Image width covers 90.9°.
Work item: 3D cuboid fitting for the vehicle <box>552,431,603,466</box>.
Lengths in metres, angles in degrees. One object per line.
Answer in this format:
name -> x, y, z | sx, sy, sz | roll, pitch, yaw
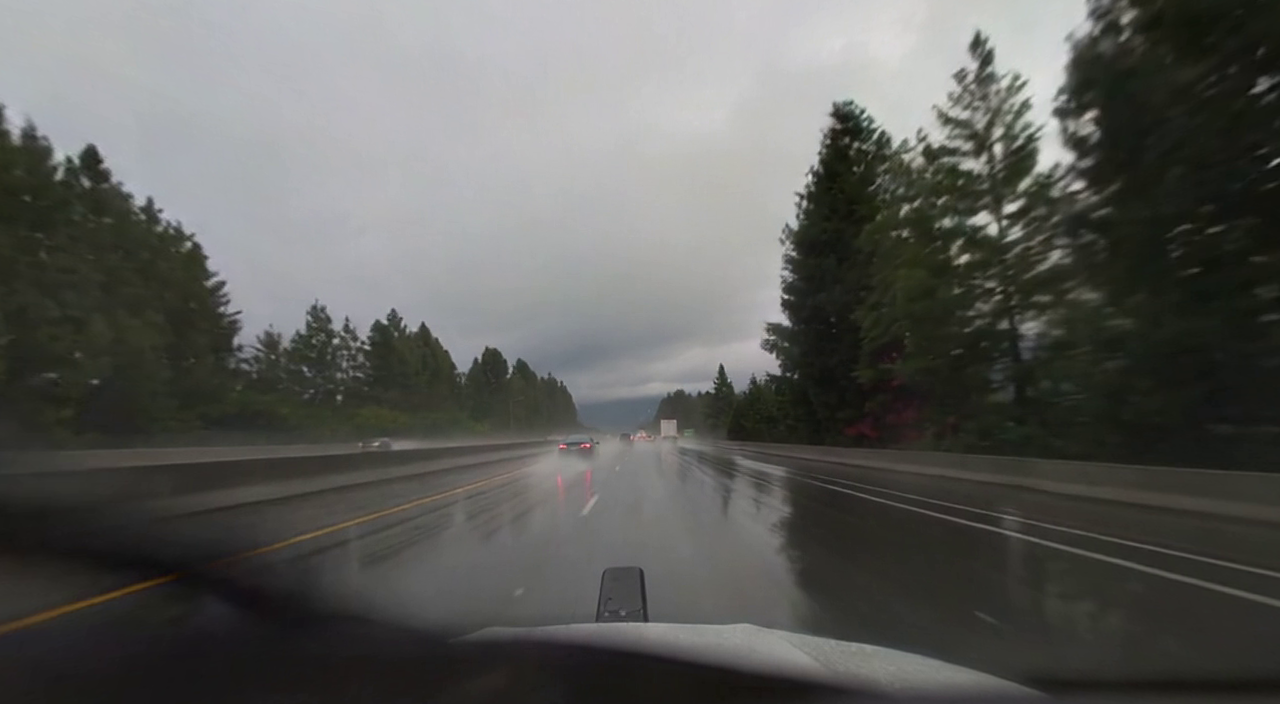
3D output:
vehicle -> -2.971, 4.678, 30.724 | 2.025, 1.571, 3.662 | -1, -9, 1
